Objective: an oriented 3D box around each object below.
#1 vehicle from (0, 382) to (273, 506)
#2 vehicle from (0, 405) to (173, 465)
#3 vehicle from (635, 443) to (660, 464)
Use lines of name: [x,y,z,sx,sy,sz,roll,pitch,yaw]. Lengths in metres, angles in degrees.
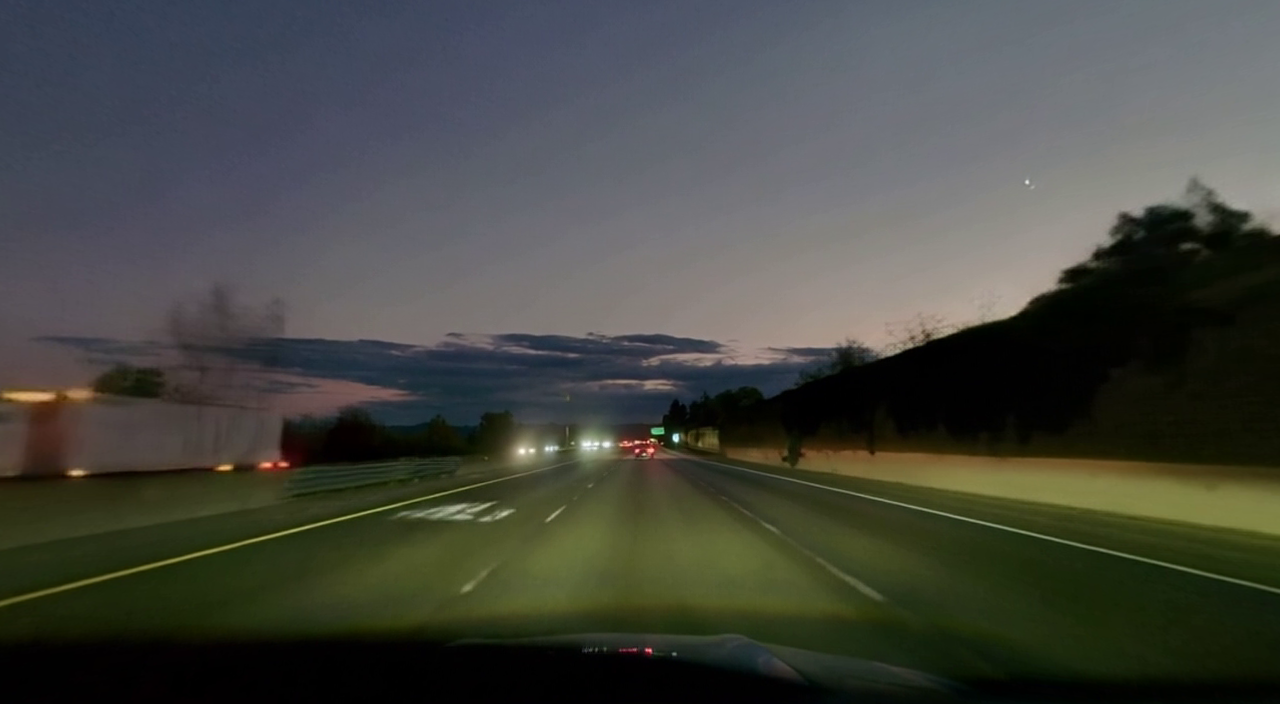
vehicle: [-19.990,3.693,25.224,2.798,3.638,13.257,0,-9,-1]
vehicle: [-19.867,3.038,22.796,2.237,1.885,4.778,-1,-8,0]
vehicle: [0.547,7.992,49.631,1.873,1.529,3.953,0,-9,0]
